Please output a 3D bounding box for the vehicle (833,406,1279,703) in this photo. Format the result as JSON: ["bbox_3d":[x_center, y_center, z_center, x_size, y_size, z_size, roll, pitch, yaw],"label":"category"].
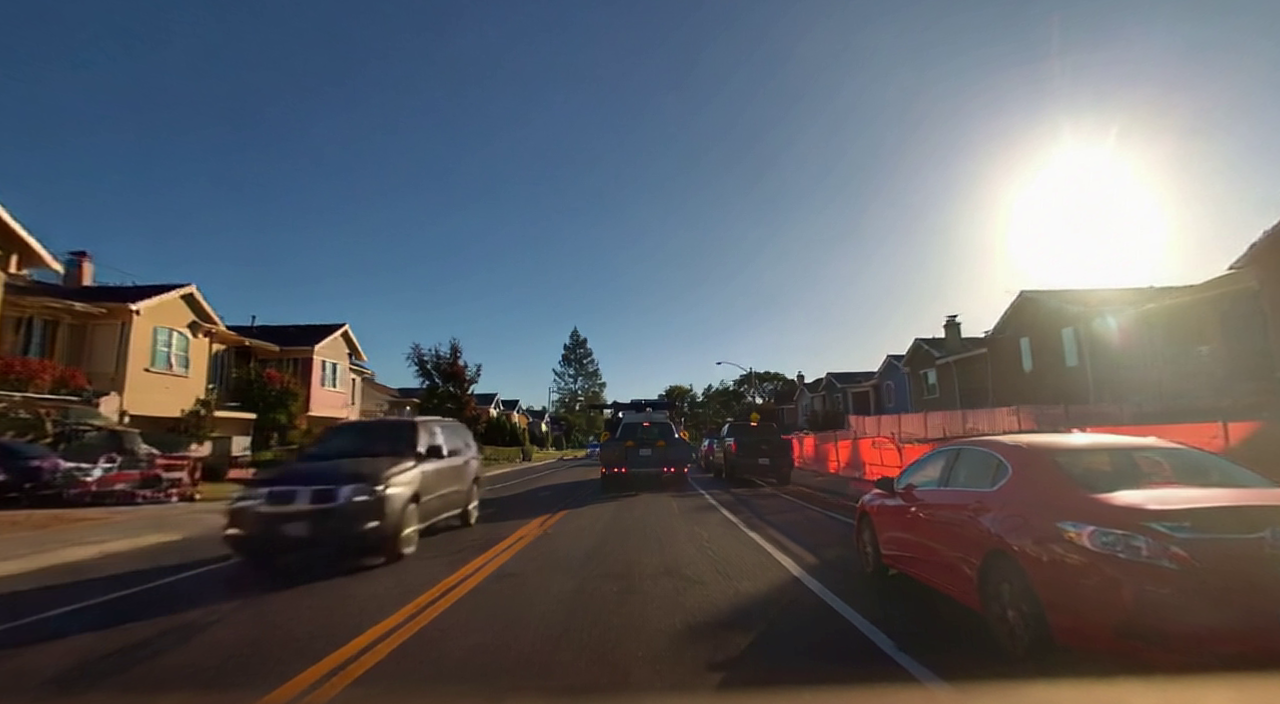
[{"bbox_3d":[3.147,1.286,4.700,2.010,1.499,4.481,0,-8,0],"label":"vehicle"}]

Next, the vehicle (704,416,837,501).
[{"bbox_3d":[3.357,2.920,17.657,2.486,1.993,5.667,0,-8,0],"label":"vehicle"}]

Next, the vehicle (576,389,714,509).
[{"bbox_3d":[0.147,2.404,15.816,2.751,2.361,6.347,1,-9,1],"label":"vehicle"}]

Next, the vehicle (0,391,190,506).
[{"bbox_3d":[-13.448,2.160,14.162,2.475,2.157,5.567,0,-8,-1],"label":"vehicle"}]

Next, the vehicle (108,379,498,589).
[{"bbox_3d":[-3.897,1.684,8.982,2.306,2.005,5.773,0,-8,1],"label":"vehicle"}]
